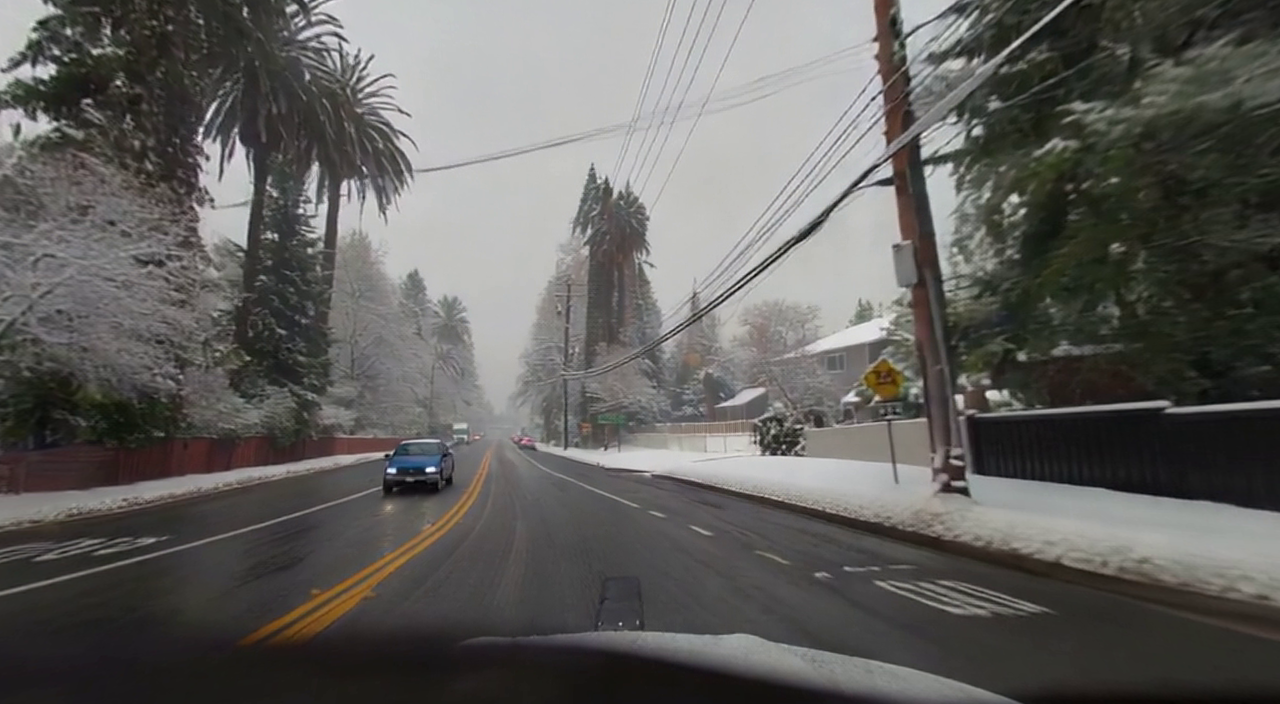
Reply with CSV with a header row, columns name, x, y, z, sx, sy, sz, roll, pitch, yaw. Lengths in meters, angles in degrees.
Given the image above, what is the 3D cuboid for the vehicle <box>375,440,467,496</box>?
name,x,y,z,sx,sy,sz,roll,pitch,yaw
vehicle,-6.692,3.547,19.808,2.061,1.510,4.457,1,-9,-11
